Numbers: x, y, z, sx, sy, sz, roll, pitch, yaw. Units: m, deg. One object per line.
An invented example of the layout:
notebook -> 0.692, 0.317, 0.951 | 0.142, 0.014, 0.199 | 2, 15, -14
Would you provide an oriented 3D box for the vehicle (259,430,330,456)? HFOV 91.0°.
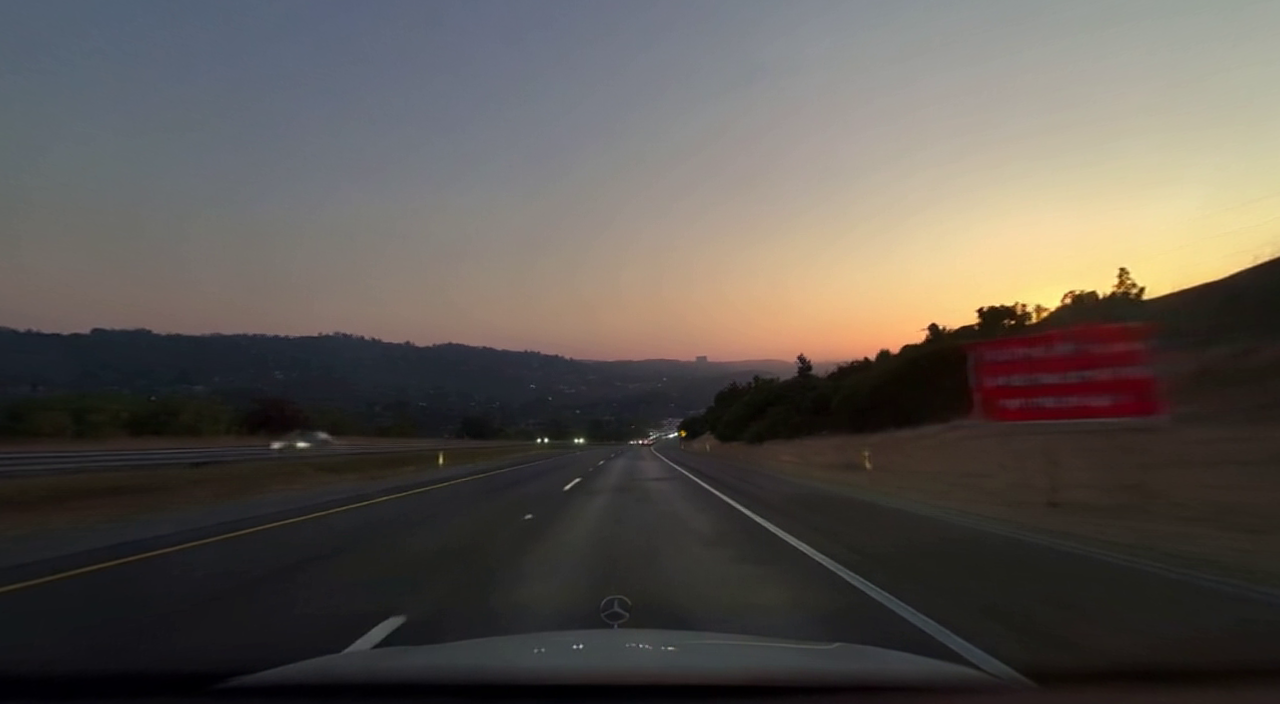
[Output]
vehicle -> -20.798, 5.512, 38.114 | 1.800, 1.449, 4.373 | 0, -8, 0
